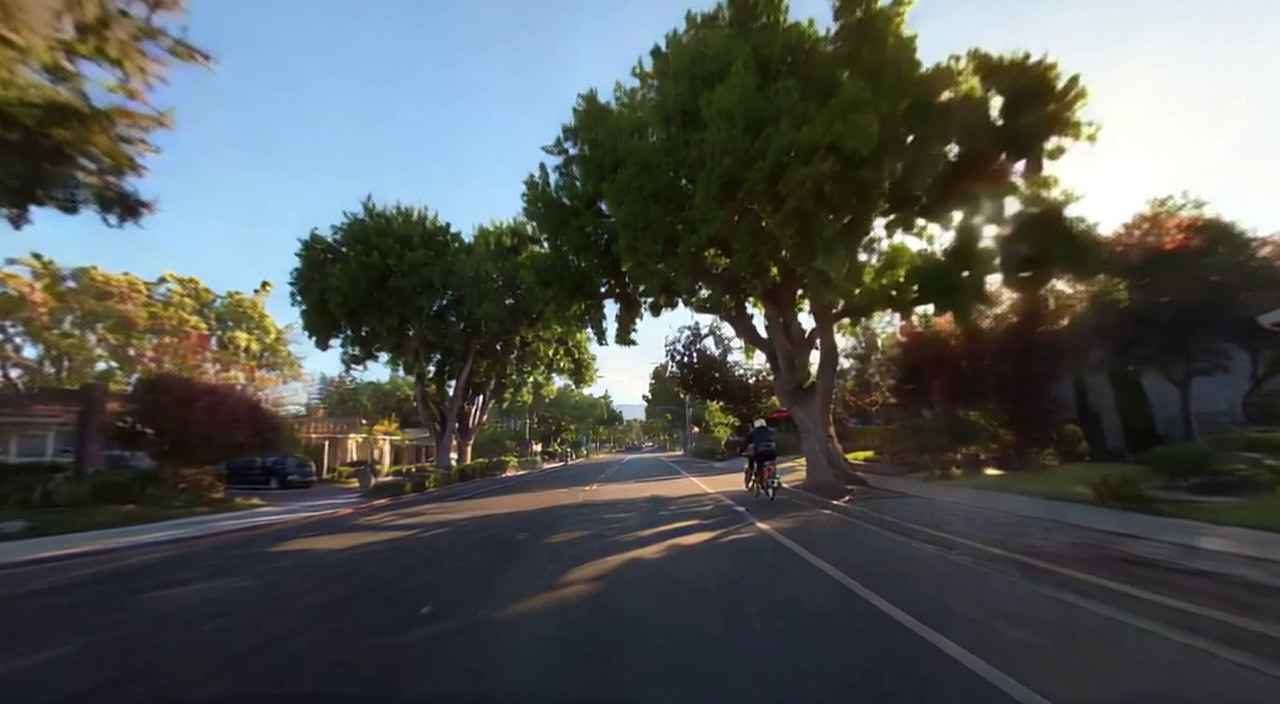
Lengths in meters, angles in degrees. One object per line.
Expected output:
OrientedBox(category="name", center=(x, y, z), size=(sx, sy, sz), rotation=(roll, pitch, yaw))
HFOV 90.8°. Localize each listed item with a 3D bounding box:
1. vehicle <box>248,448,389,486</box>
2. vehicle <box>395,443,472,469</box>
OrientedBox(category="vehicle", center=(-13.137, 4.696, 26.070), size=(4.717, 1.465, 1.887), rotation=(0, -9, -3))
OrientedBox(category="vehicle", center=(-14.071, 7.096, 43.311), size=(4.587, 1.722, 1.906), rotation=(0, -9, -2))
